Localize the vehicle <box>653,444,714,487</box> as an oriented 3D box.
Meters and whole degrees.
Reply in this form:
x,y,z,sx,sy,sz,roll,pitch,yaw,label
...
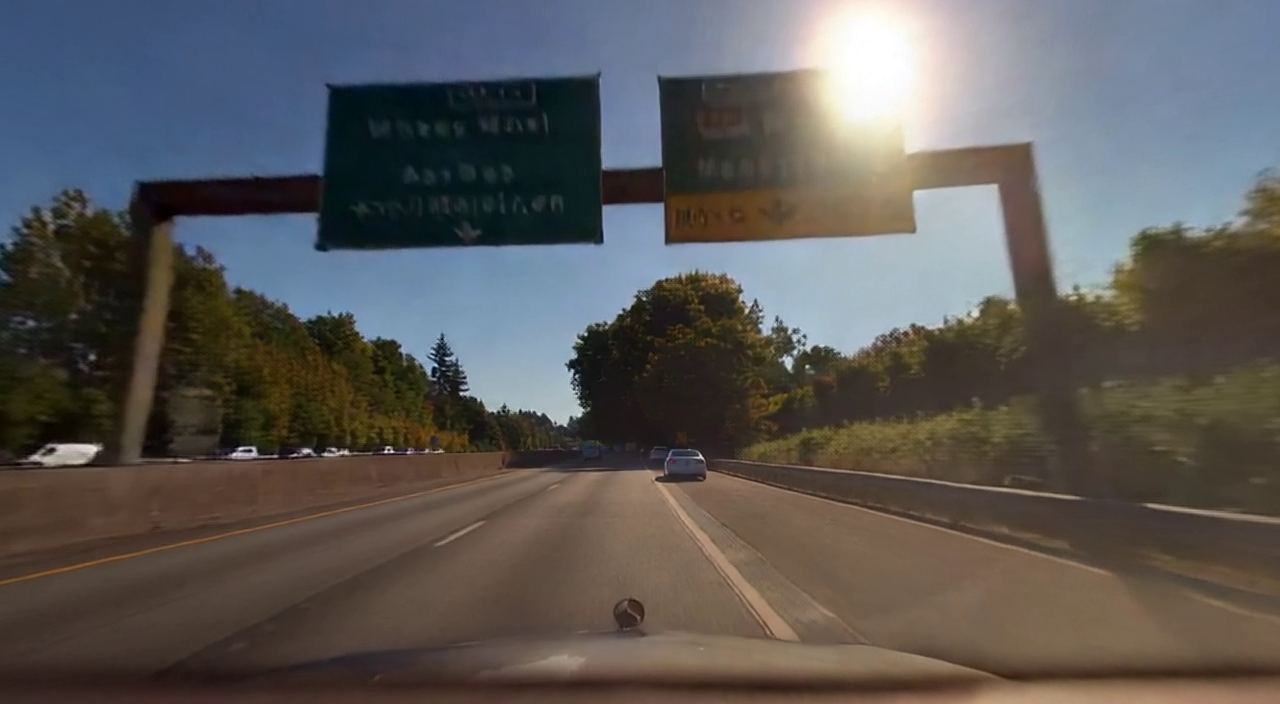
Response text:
x,y,z,sx,sy,sz,roll,pitch,yaw,label
1.547,4.254,23.821,1.960,1.456,3.818,0,-9,-1,vehicle

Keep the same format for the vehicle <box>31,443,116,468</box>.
x,y,z,sx,sy,sz,roll,pitch,yaw,label
-38.484,7.044,42.982,1.897,1.595,4.510,1,-9,-6,vehicle
